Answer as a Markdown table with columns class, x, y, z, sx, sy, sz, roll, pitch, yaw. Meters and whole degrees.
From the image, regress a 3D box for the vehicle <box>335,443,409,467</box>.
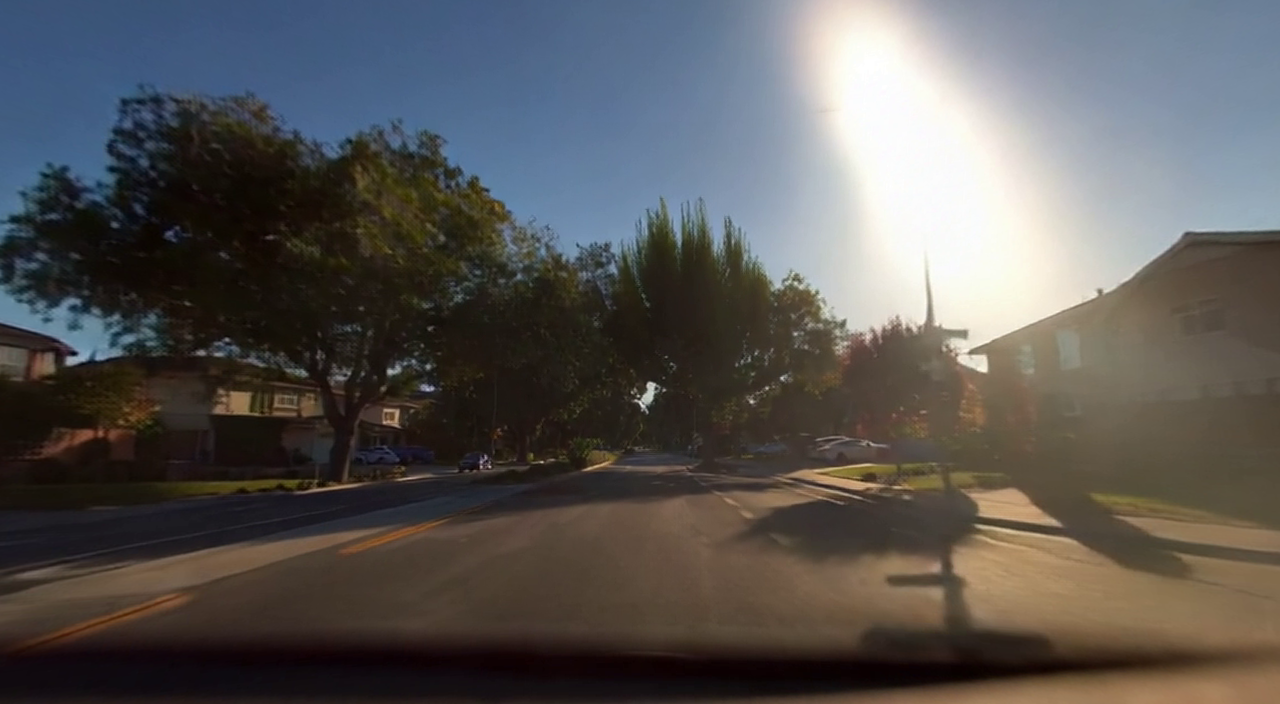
| class | x | y | z | sx | sy | sz | roll | pitch | yaw |
| --- | --- | --- | --- | --- | --- | --- | --- | --- | --- |
| vehicle | -21.108 | 8.112 | 49.863 | 4.830 | 1.857 | 2.183 | -1 | -8 | 2 |

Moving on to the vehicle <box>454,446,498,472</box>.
| class | x | y | z | sx | sy | sz | roll | pitch | yaw |
| --- | --- | --- | --- | --- | --- | --- | --- | --- | --- |
| vehicle | -11.341 | 7.447 | 43.933 | 2.020 | 1.691 | 4.308 | -1 | -10 | -2 |

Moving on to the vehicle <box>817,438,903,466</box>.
| class | x | y | z | sx | sy | sz | roll | pitch | yaw |
| --- | --- | --- | --- | --- | --- | --- | --- | --- | --- |
| vehicle | 14.047 | 6.398 | 40.571 | 4.775 | 1.524 | 1.983 | -3 | -9 | 3 |
